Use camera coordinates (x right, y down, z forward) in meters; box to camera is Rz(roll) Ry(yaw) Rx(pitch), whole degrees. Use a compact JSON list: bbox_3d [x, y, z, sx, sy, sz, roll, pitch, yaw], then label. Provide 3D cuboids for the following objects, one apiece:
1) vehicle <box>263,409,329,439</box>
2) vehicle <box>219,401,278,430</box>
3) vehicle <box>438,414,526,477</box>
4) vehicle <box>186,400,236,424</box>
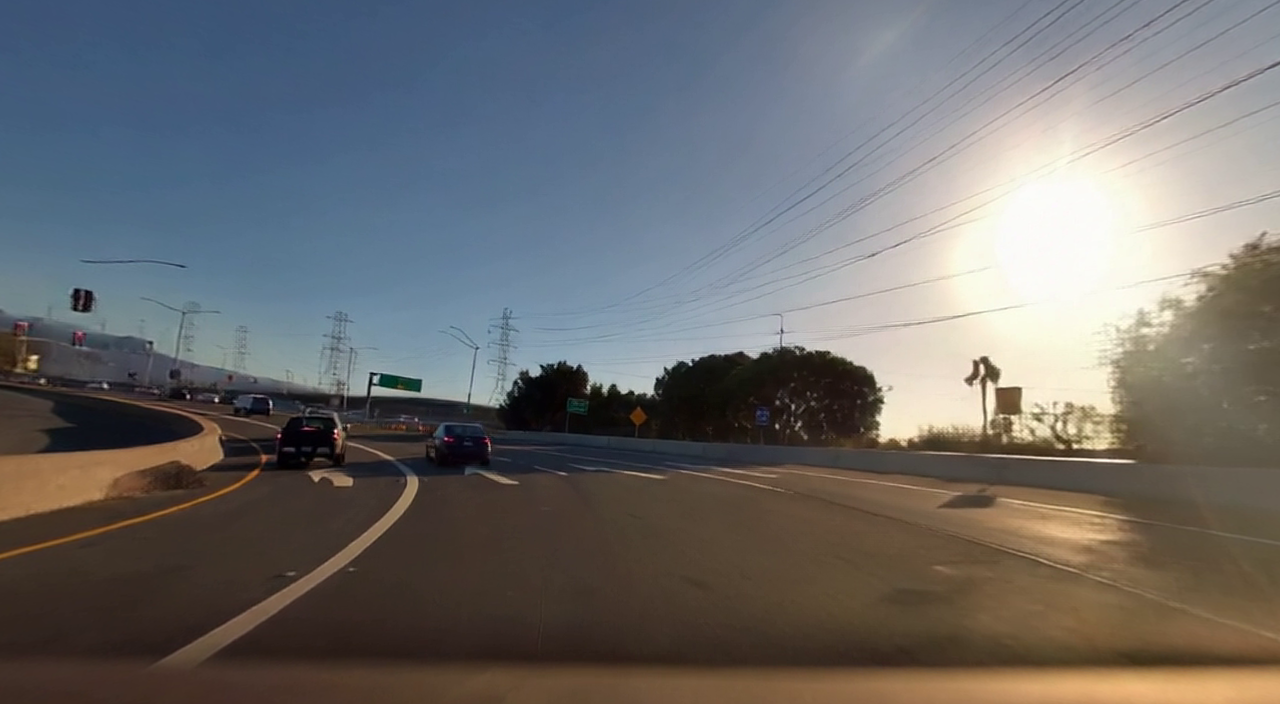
[{"bbox_3d":[-19.384,4.109,35.444,2.033,1.501,4.623,8,-11,-42],"label":"vehicle"},{"bbox_3d":[-25.686,4.211,41.301,4.285,1.747,2.076,-8,-11,42],"label":"vehicle"},{"bbox_3d":[-5.067,2.929,19.805,2.140,1.724,4.304,3,-9,-21],"label":"vehicle"},{"bbox_3d":[-31.252,4.401,45.878,4.459,1.486,1.763,-7,-11,40],"label":"vehicle"}]
